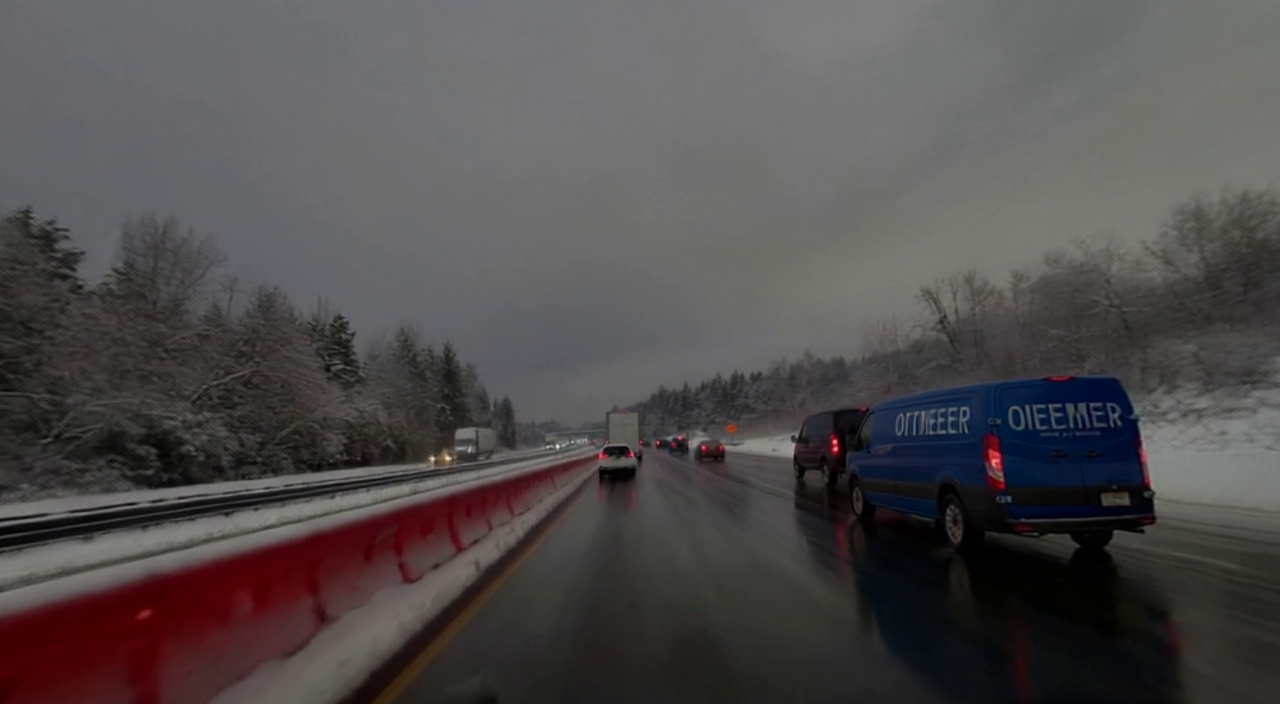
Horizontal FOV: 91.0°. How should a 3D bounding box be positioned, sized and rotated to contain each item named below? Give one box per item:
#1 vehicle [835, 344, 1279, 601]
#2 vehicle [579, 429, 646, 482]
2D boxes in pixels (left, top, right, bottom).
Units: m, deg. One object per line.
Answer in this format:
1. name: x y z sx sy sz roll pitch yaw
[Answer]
1. vehicle: 4.338 1.290 7.565 2.223 2.008 5.121 0 -8 -1
2. vehicle: -0.900 3.518 21.652 2.100 1.636 3.620 0 -8 -1
